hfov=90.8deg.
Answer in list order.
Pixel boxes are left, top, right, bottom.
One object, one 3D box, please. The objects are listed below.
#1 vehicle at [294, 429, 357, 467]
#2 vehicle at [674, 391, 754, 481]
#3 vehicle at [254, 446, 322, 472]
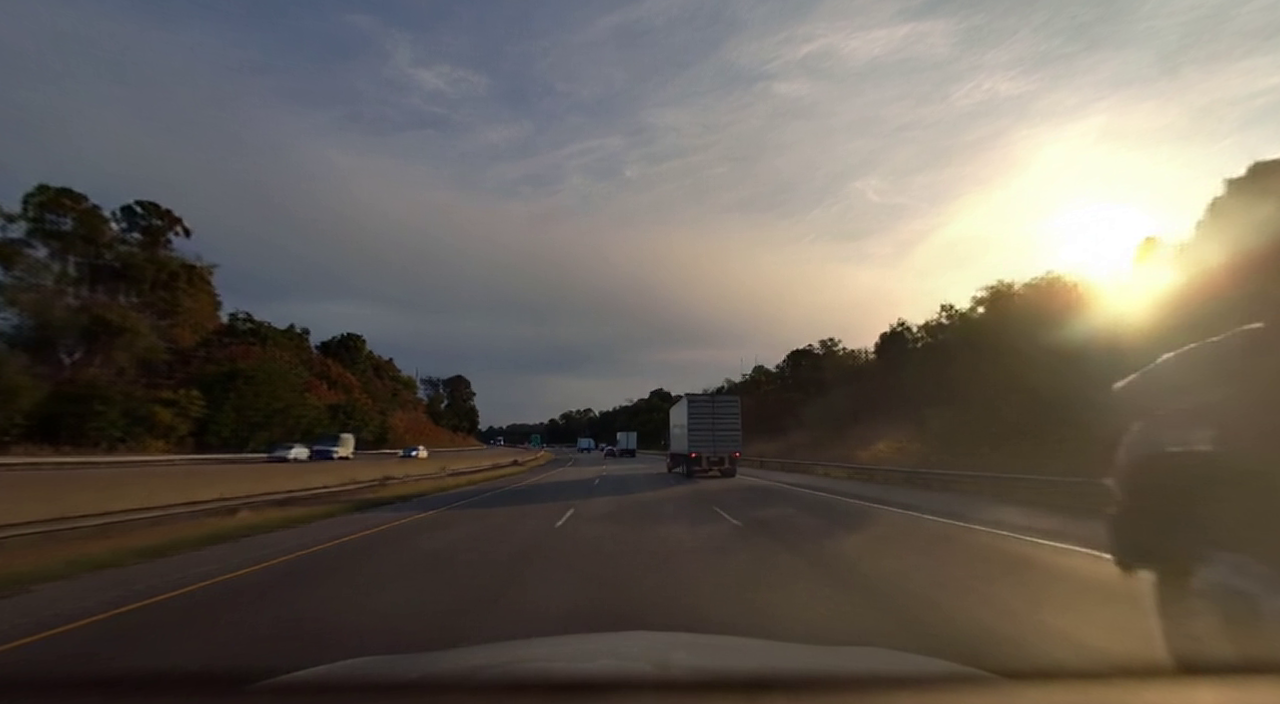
[{"bbox_3d":[-22.339,6.852,44.995,2.239,2.511,4.301,0,-9,-1],"label":"vehicle"},{"bbox_3d":[3.569,4.460,32.837,2.826,4.035,8.369,0,-9,-2],"label":"vehicle"},{"bbox_3d":[-21.935,6.666,39.522,1.803,1.519,4.483,0,-9,-2],"label":"vehicle"}]
